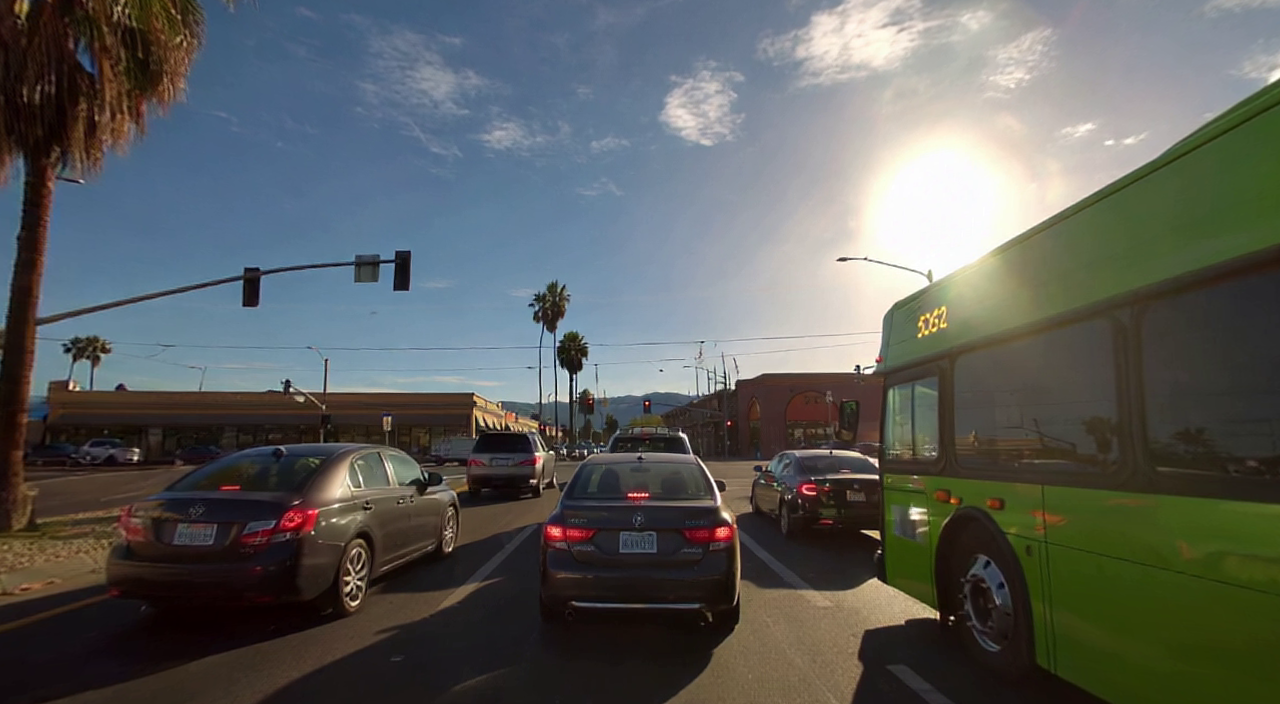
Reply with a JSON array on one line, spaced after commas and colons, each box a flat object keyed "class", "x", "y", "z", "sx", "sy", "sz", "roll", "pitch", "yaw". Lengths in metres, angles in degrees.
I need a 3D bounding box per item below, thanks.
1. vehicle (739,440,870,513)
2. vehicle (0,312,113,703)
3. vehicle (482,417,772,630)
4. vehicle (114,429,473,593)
[{"class": "vehicle", "x": 3.712, "y": 2.879, "z": 15.149, "sx": 1.989, "sy": 1.467, "sz": 4.364, "roll": 0, "pitch": -9, "yaw": 1}, {"class": "vehicle", "x": -3.566, "y": 0.464, "z": 0.340, "sx": 2.145, "sy": 1.824, "sz": 4.974, "roll": 0, "pitch": -9, "yaw": 2}, {"class": "vehicle", "x": -0.101, "y": 1.517, "z": 6.493, "sx": 2.060, "sy": 1.499, "sz": 3.831, "roll": 0, "pitch": -9, "yaw": 0}, {"class": "vehicle", "x": -3.613, "y": 1.718, "z": 7.697, "sx": 1.919, "sy": 1.415, "sz": 4.178, "roll": 0, "pitch": -9, "yaw": 1}]
